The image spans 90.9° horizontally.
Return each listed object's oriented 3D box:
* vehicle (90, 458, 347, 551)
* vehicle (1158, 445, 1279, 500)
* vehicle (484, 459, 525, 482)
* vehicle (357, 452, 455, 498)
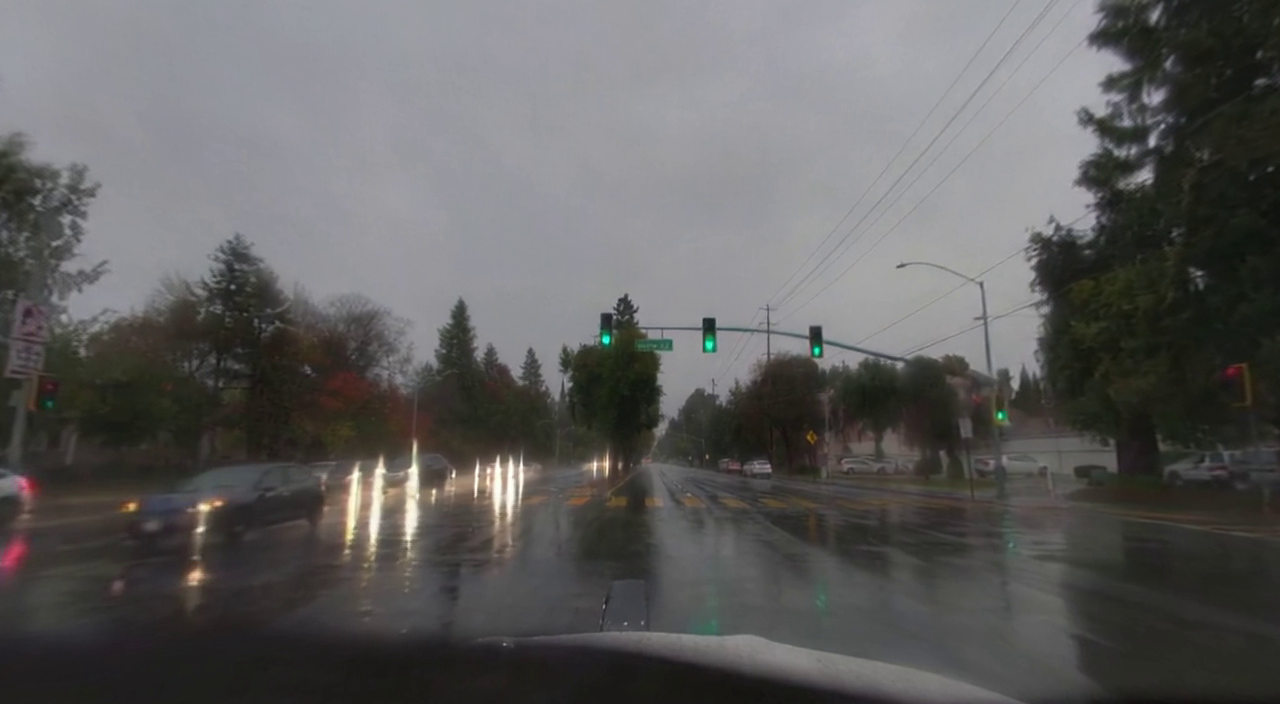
[{"bbox_3d":[-7.824,2.817,12.360,1.958,1.415,4.312,0,-9,2],"label":"vehicle"},{"bbox_3d":[25.395,4.943,26.235,2.177,2.086,5.514,2,-9,-14],"label":"vehicle"},{"bbox_3d":[-9.937,8.717,46.555,1.899,1.464,4.418,0,-9,2],"label":"vehicle"},{"bbox_3d":[-10.470,5.505,28.744,2.249,1.825,5.378,0,-9,2],"label":"vehicle"}]
